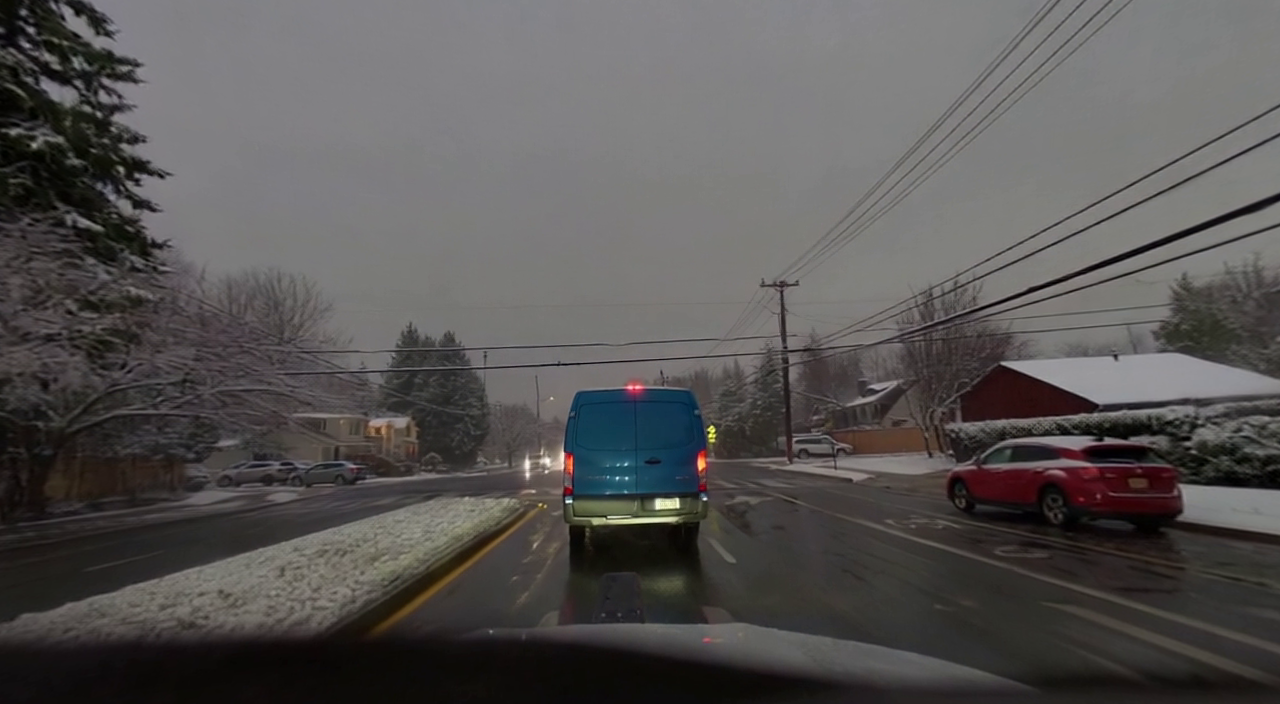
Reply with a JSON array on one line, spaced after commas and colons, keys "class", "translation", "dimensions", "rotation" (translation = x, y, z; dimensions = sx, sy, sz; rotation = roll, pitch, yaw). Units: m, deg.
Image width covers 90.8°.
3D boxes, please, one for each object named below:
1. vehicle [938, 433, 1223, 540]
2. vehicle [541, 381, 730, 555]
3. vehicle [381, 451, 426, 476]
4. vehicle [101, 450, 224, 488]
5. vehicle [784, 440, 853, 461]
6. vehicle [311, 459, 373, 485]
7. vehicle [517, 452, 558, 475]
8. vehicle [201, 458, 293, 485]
[{"class": "vehicle", "translation": [7.347, 2.247, 11.221], "dimensions": [1.883, 1.504, 4.220], "rotation": [0, -9, -2]}, {"class": "vehicle", "translation": [-0.206, 1.799, 10.369], "dimensions": [2.342, 2.142, 4.809], "rotation": [0, -9, -4]}, {"class": "vehicle", "translation": [-17.958, 8.449, 48.216], "dimensions": [1.841, 1.769, 4.105], "rotation": [0, -9, -1]}, {"class": "vehicle", "translation": [-26.882, 6.597, 35.700], "dimensions": [5.026, 2.017, 2.215], "rotation": [0, -9, -1]}, {"class": "vehicle", "translation": [13.034, 7.237, 46.302], "dimensions": [4.483, 1.463, 1.805], "rotation": [0, -9, 0]}, {"class": "vehicle", "translation": [-18.379, 7.414, 39.154], "dimensions": [1.816, 1.445, 4.120], "rotation": [0, -9, 1]}, {"class": "vehicle", "translation": [-7.100, 7.758, 44.258], "dimensions": [1.962, 1.481, 4.434], "rotation": [-1, -9, 3]}, {"class": "vehicle", "translation": [-27.327, 8.332, 44.095], "dimensions": [4.972, 1.776, 2.057], "rotation": [0, -9, -1]}]
